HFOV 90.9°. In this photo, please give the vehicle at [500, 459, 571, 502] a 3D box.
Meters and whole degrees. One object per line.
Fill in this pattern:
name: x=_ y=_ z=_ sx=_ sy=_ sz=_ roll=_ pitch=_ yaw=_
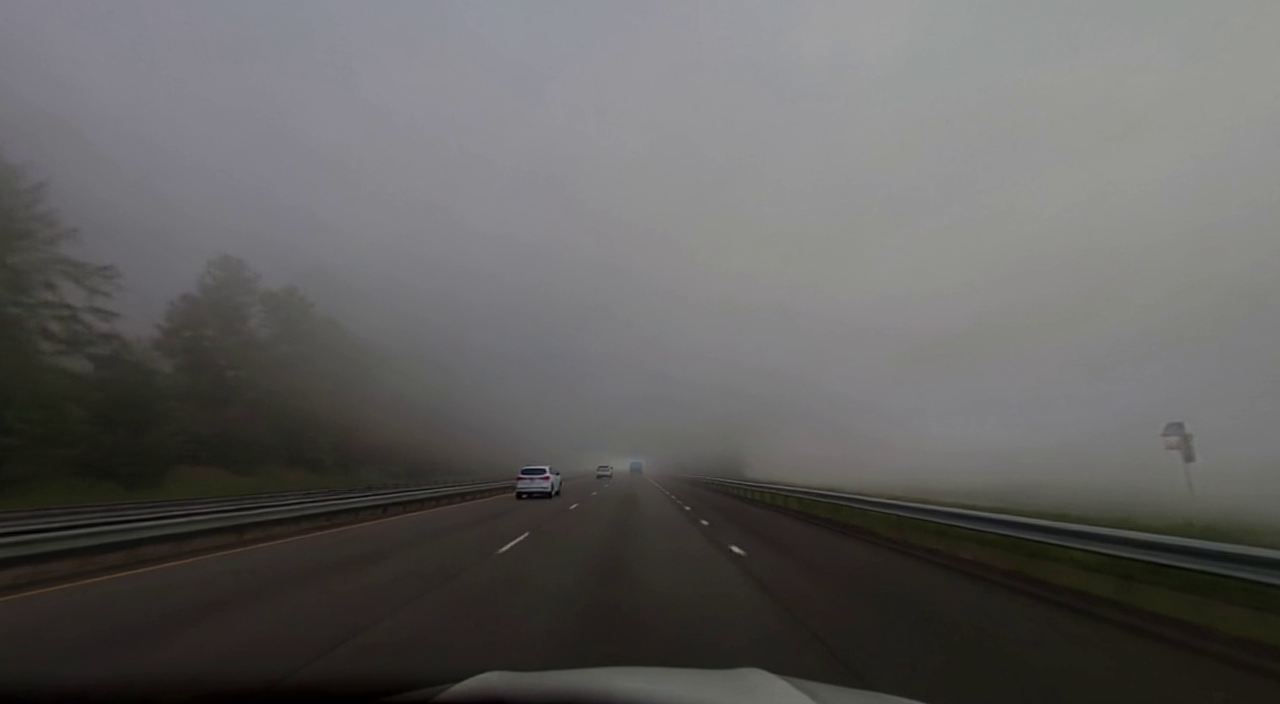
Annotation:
vehicle: x=-4.166 y=5.245 z=25.918 sx=2.040 sy=1.525 sz=4.603 roll=1 pitch=-11 yaw=1
